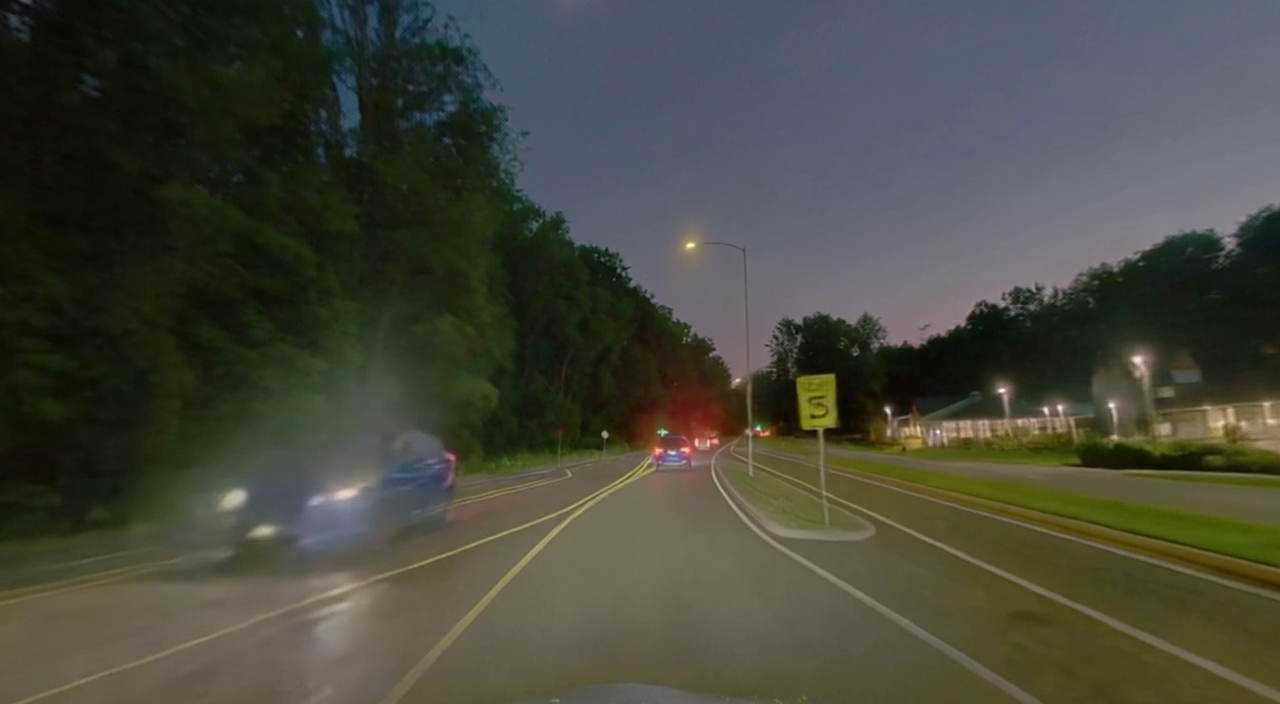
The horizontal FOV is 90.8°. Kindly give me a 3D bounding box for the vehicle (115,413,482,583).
[{"bbox_3d":[-4.063,1.798,8.673,2.087,1.677,4.467,-1,-9,8],"label":"vehicle"}]

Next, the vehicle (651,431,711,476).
[{"bbox_3d":[1.787,4.212,26.311,2.216,1.708,4.110,-1,-9,7],"label":"vehicle"}]
